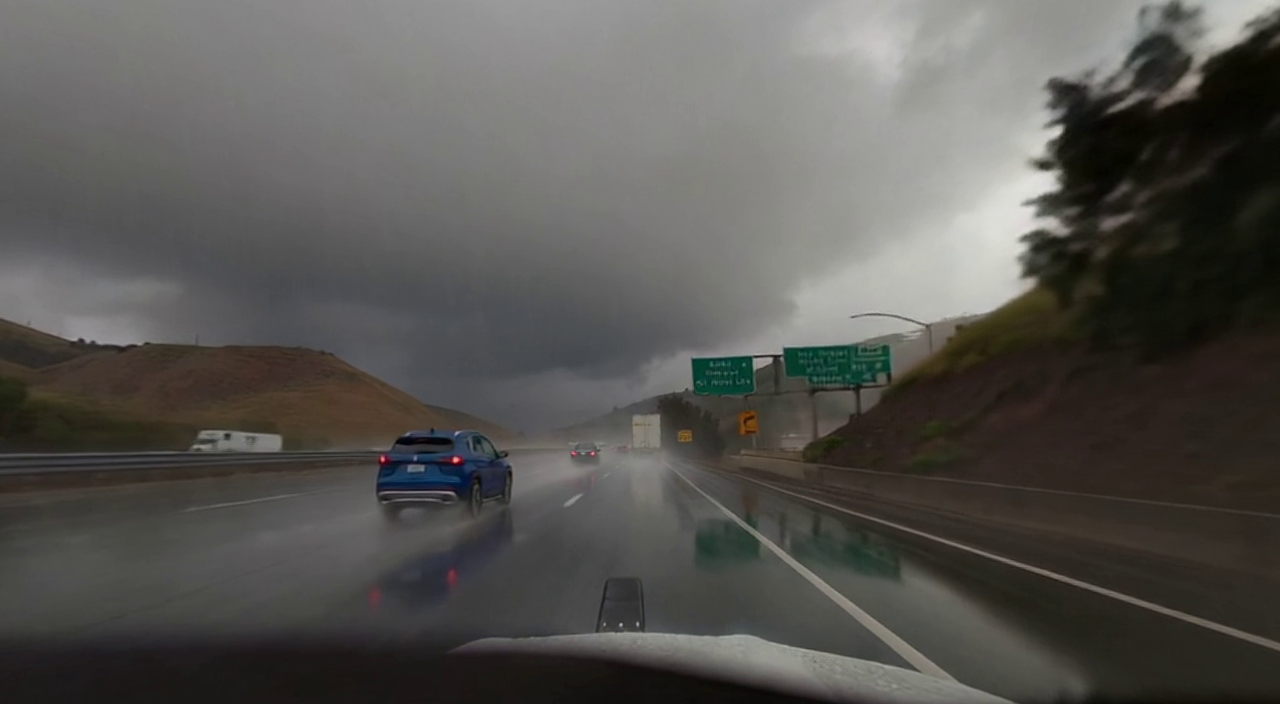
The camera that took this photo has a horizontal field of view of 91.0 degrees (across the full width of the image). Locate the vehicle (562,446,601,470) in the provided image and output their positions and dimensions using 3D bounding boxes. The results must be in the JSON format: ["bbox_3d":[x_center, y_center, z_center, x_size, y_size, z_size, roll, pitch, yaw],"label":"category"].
[{"bbox_3d":[-3.811,6.969,41.624,2.101,1.476,4.471,1,-9,1],"label":"vehicle"}]

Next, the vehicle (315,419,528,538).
[{"bbox_3d":[-3.682,2.237,11.776,2.194,1.725,4.698,0,-9,1],"label":"vehicle"}]
